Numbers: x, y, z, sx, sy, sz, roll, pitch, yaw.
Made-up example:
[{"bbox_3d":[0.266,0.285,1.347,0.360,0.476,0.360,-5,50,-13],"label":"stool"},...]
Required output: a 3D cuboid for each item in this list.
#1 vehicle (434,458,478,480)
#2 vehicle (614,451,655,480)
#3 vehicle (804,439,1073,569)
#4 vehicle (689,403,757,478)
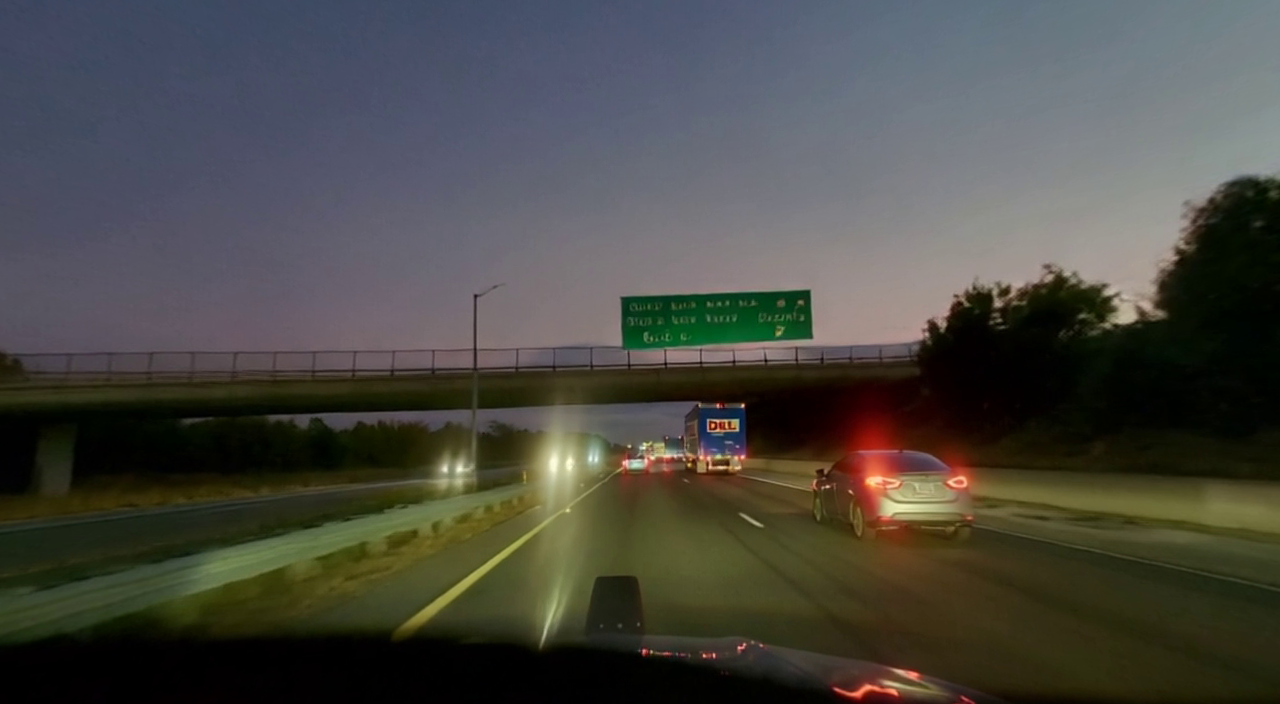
[{"bbox_3d":[-13.669,8.718,47.043,1.831,1.464,4.303,-1,-9,2],"label":"vehicle"},{"bbox_3d":[-0.309,6.031,33.762,2.055,1.445,3.661,0,-9,0],"label":"vehicle"},{"bbox_3d":[3.967,2.069,9.351,1.894,1.452,4.164,0,-9,-1],"label":"vehicle"},{"bbox_3d":[4.822,5.417,38.260,2.838,3.985,8.010,0,-9,-1],"label":"vehicle"}]
